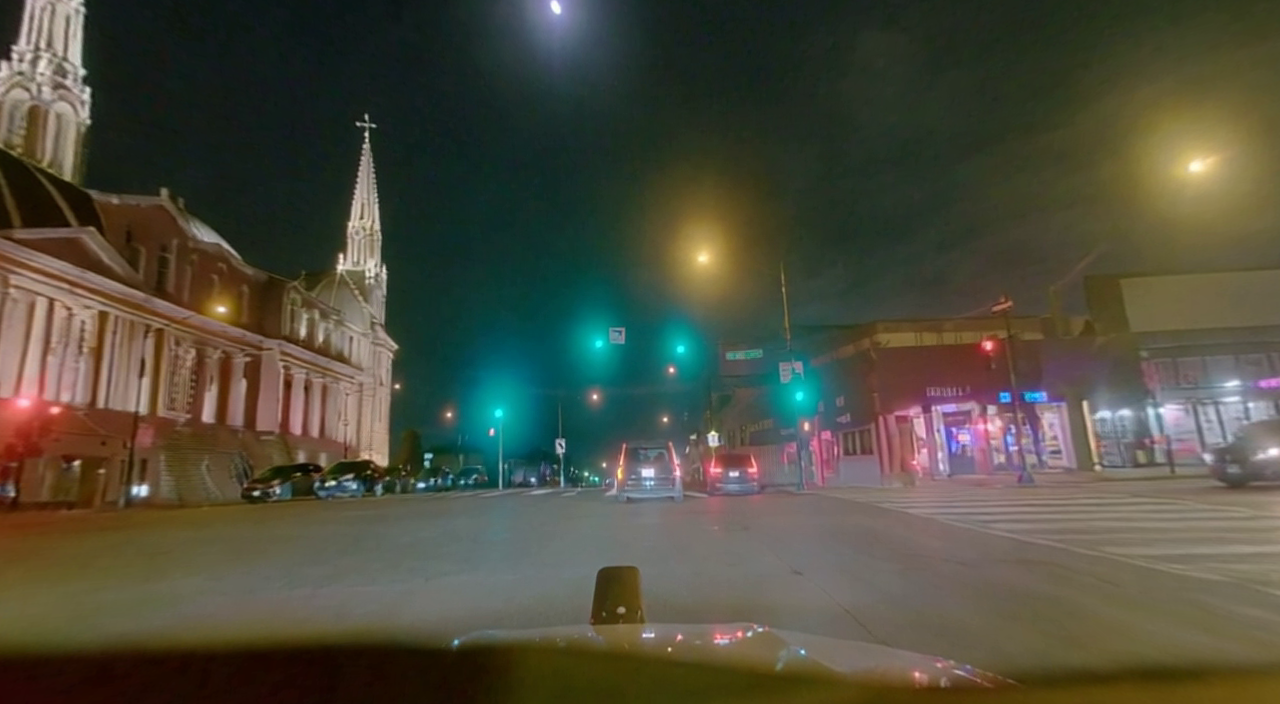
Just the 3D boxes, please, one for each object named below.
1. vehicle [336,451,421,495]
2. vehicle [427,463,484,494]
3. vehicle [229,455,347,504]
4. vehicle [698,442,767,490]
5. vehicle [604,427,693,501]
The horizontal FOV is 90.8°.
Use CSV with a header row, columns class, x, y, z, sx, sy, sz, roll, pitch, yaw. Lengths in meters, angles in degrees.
class,x,y,z,sx,sy,sz,roll,pitch,yaw
vehicle,-11.854,5.610,29.029,2.069,1.790,4.358,-1,-12,-1
vehicle,-11.385,7.786,39.280,2.170,1.746,4.565,0,-10,-1
vehicle,-14.945,5.506,27.309,1.969,1.896,5.404,0,-11,0
vehicle,3.705,4.674,26.038,2.080,1.735,4.650,2,-10,-1
vehicle,0.169,3.058,17.543,2.168,1.776,4.135,0,-9,-1
